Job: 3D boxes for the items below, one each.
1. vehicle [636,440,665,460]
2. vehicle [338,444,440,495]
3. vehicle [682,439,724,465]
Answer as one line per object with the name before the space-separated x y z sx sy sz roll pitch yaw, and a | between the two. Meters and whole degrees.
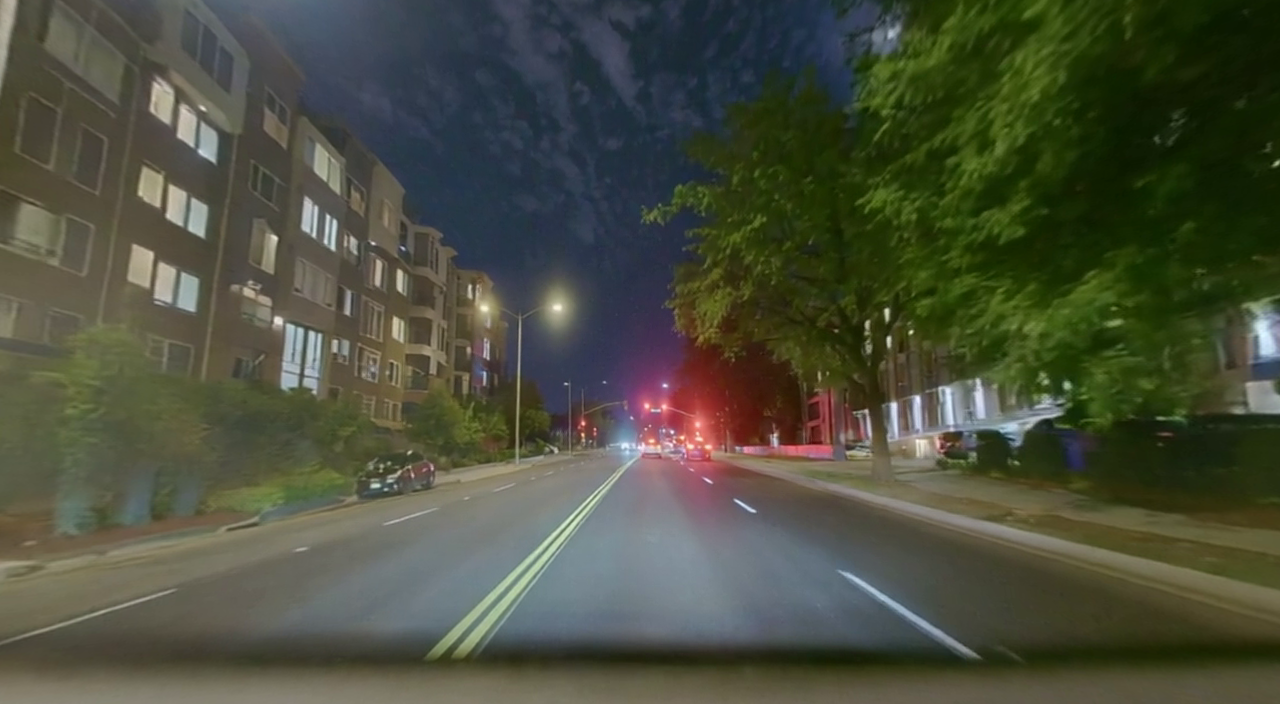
vehicle | 0.778 7.484 48.264 2.097 1.463 4.043 0 -9 0
vehicle | -9.316 4.361 23.808 1.933 1.498 4.446 -4 -7 2
vehicle | 3.801 6.180 38.966 2.078 1.488 4.741 0 -9 -1
